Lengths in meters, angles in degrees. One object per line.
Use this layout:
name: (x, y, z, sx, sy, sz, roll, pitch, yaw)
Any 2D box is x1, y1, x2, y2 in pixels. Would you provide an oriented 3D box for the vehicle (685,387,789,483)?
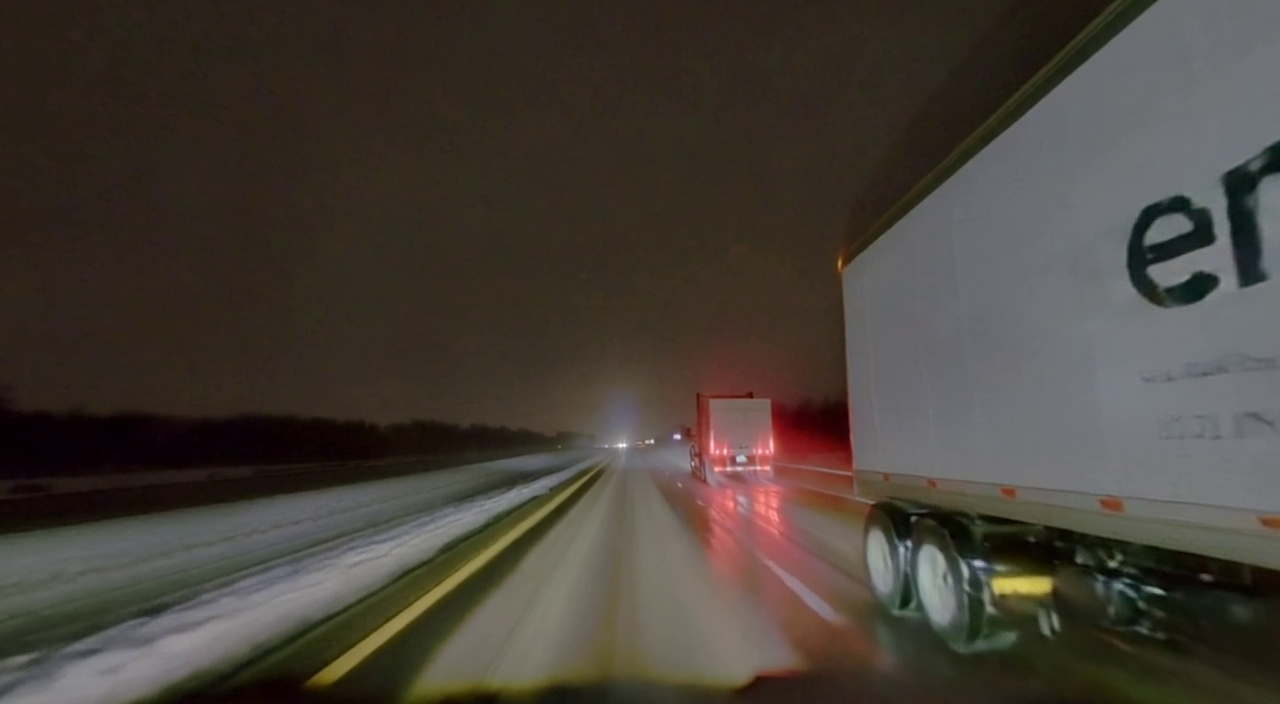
vehicle: (3.523, 3.294, 24.812, 2.702, 3.193, 7.196, 0, -8, -2)
